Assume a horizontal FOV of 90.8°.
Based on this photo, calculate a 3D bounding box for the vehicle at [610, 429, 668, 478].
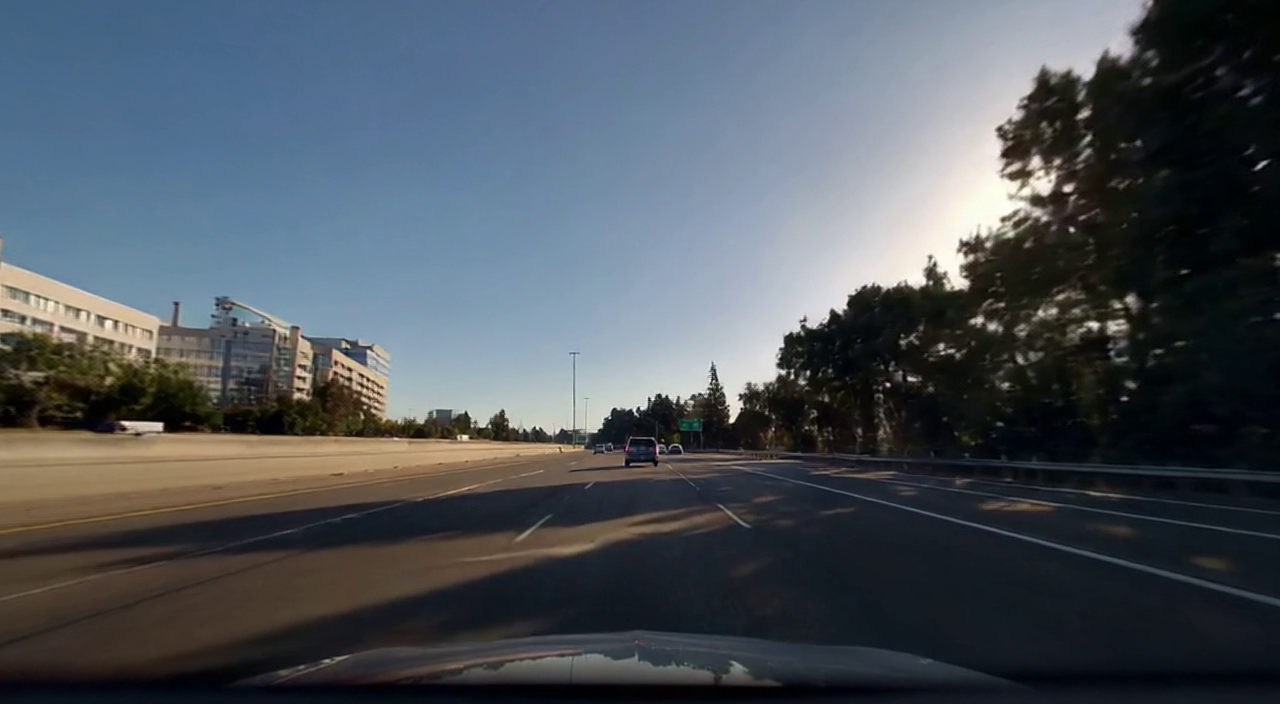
[{"bbox_3d":[-0.018,4.376,27.359,2.269,1.924,4.596,0,-8,0],"label":"vehicle"}]
